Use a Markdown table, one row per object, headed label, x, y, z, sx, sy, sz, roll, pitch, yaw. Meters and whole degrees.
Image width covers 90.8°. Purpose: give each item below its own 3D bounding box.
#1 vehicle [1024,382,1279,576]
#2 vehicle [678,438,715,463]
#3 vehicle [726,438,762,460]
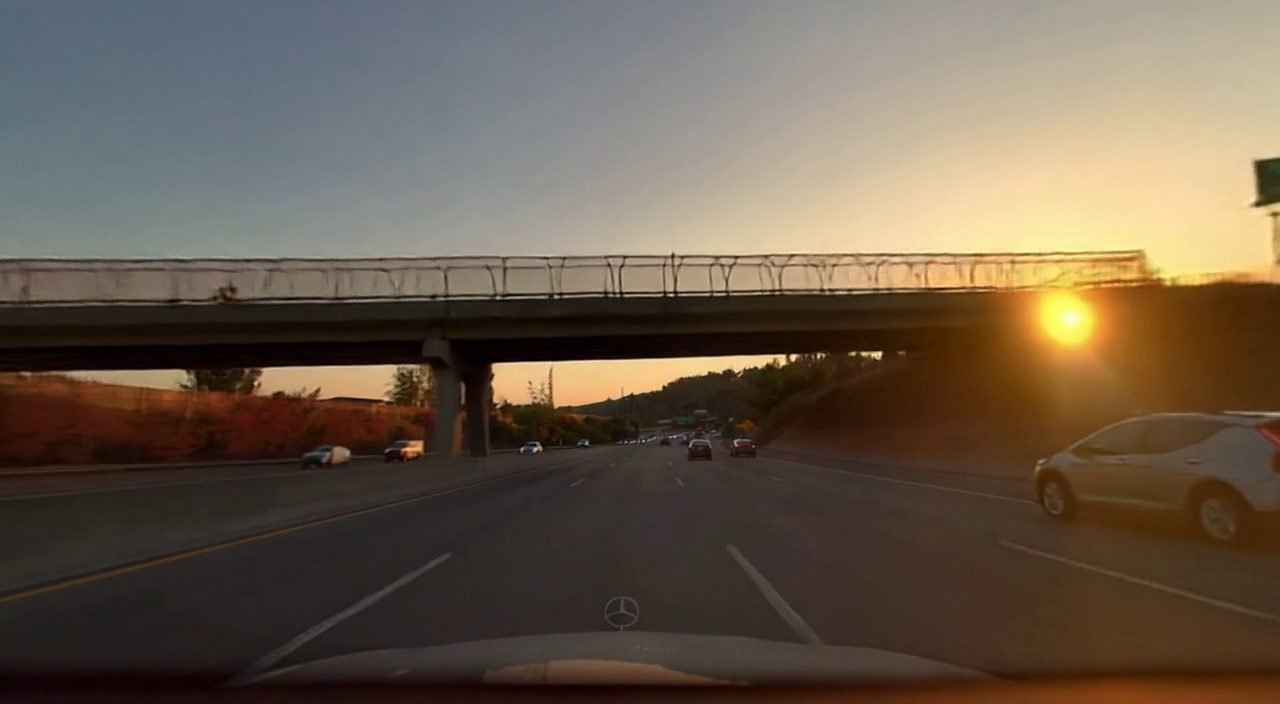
| label | x | y | z | sx | sy | sz | roll | pitch | yaw |
| --- | --- | --- | --- | --- | --- | --- | --- | --- | --- |
| vehicle | 7.051 | 1.381 | 7.240 | 2.087 | 1.806 | 4.946 | 0 | -8 | -1 |
| vehicle | 3.465 | 6.152 | 39.532 | 1.981 | 1.471 | 4.342 | -1 | -8 | 1 |
| vehicle | 7.851 | 7.363 | 47.978 | 1.989 | 1.529 | 4.375 | 0 | -8 | 0 |
